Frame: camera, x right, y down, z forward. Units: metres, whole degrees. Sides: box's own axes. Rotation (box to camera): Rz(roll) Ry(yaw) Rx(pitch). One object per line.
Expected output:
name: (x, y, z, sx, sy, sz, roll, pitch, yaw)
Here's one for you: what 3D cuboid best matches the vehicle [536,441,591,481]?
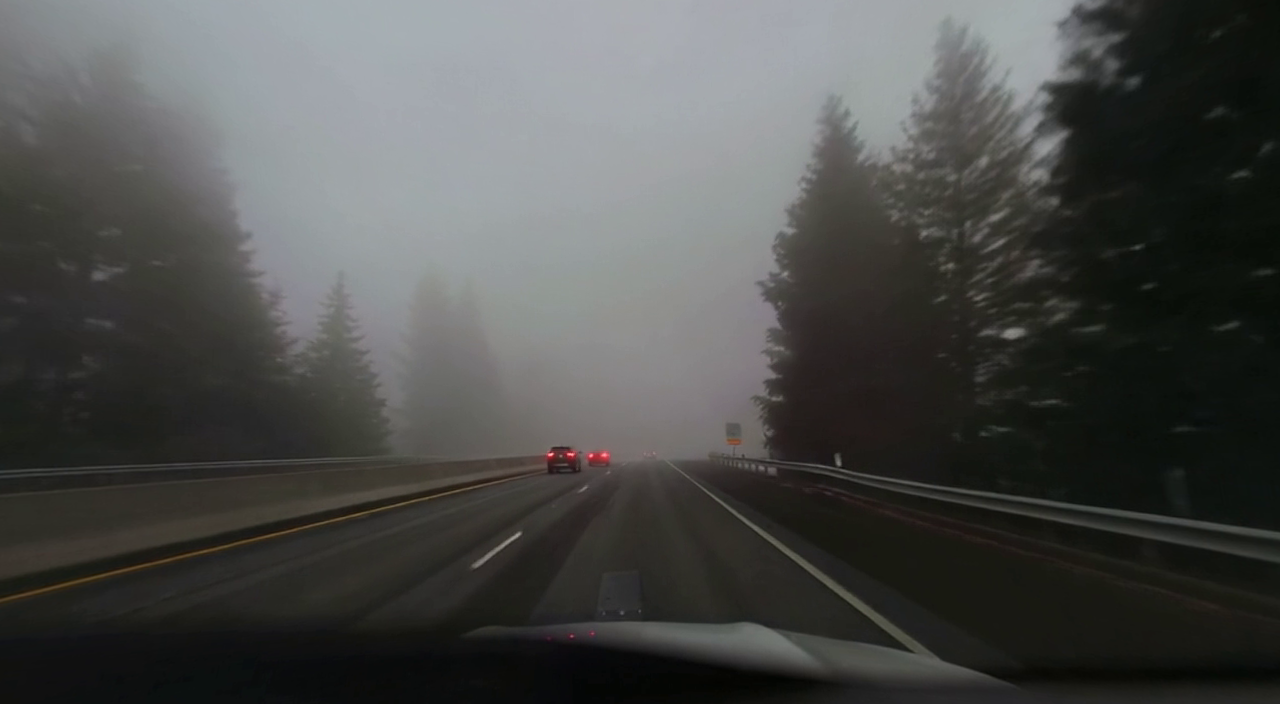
vehicle: (-3.272, 4.765, 27.708, 1.846, 1.600, 4.108, 0, -9, 1)
